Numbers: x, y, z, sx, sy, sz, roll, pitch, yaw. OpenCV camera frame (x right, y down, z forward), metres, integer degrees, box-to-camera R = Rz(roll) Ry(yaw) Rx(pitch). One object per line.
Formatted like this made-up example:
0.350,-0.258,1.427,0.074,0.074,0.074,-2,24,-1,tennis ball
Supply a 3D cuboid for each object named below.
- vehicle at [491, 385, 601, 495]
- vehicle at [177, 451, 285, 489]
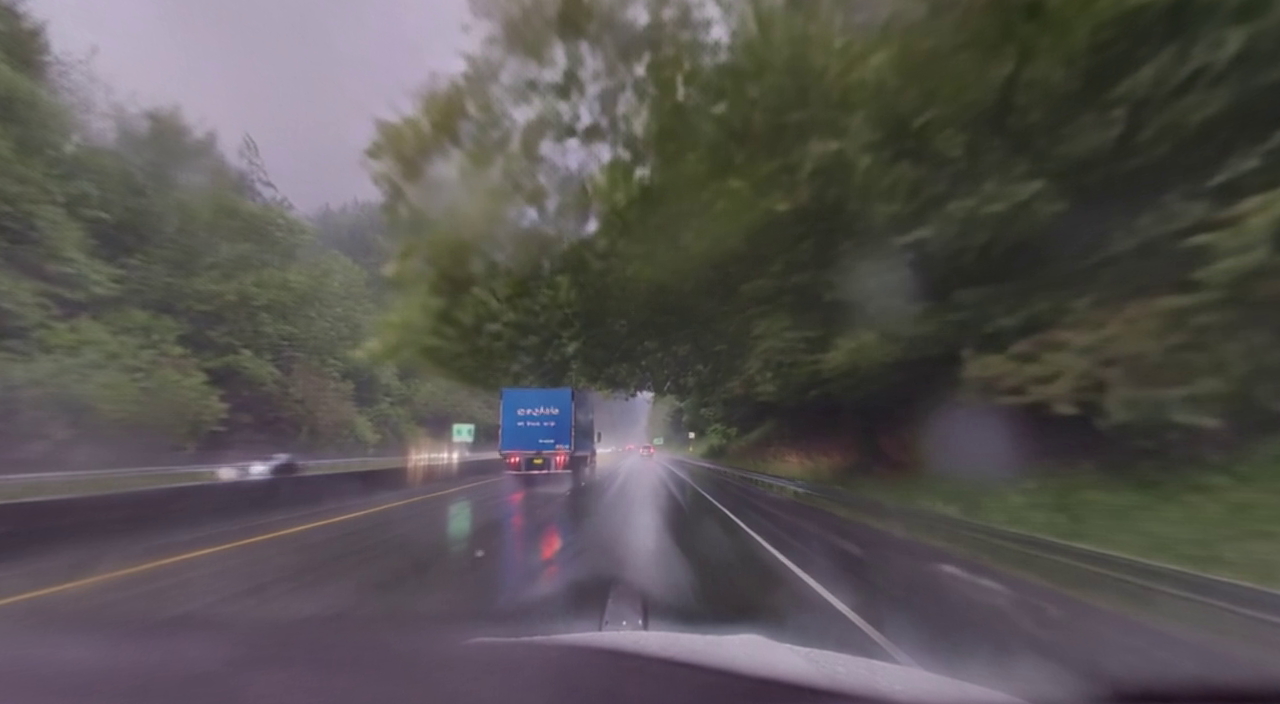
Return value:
-2.917,3.059,21.721,2.695,3.151,6.885,0,-9,0,vehicle
-16.940,4.880,26.378,1.819,1.454,3.978,0,-9,0,vehicle
